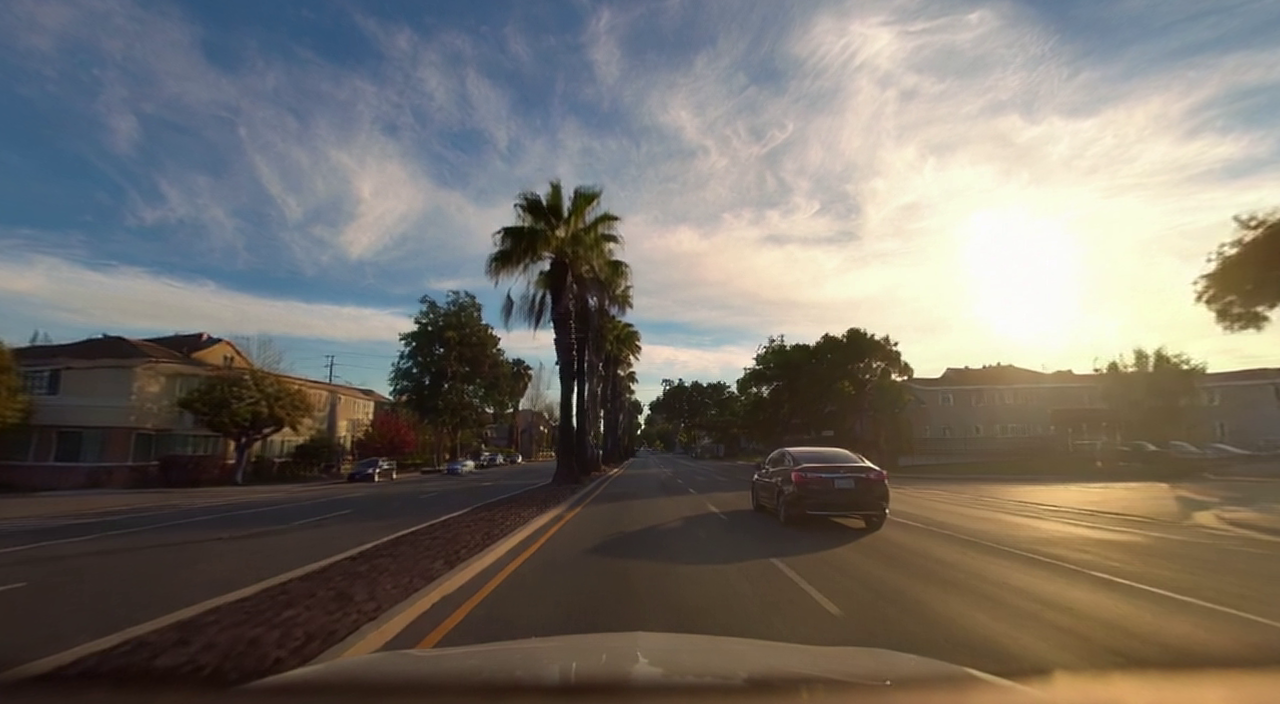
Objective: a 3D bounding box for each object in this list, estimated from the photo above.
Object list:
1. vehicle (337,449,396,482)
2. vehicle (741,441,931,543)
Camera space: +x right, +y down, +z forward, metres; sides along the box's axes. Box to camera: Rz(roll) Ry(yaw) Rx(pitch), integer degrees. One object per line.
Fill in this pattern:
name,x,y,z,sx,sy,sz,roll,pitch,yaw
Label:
vehicle,-18.990,7.916,44.067,1.987,1.998,4.642,-3,-10,1
vehicle,3.288,2.443,11.772,1.989,1.492,4.689,0,-9,-1
